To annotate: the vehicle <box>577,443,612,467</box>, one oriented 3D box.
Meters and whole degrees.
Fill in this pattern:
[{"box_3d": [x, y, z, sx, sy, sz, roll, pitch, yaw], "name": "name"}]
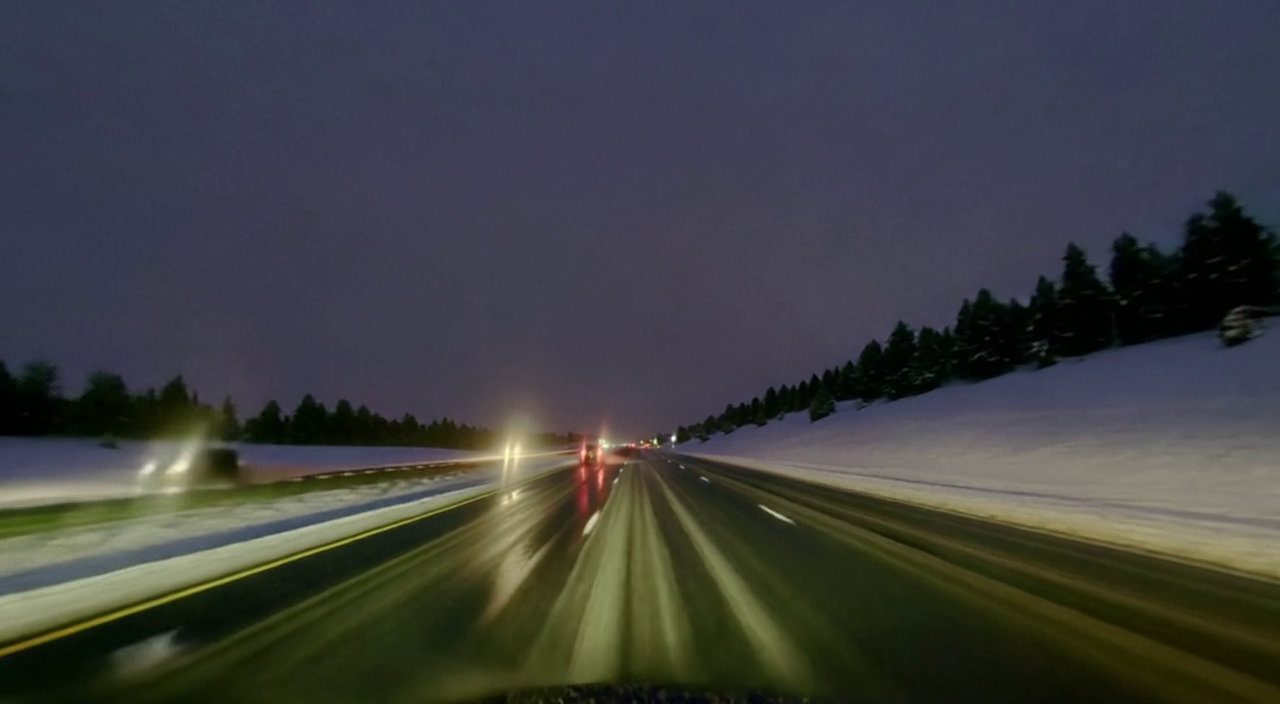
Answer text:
[{"box_3d": [-2.882, 6.640, 40.841, 1.991, 1.475, 4.302, 0, -8, 0], "name": "vehicle"}]
